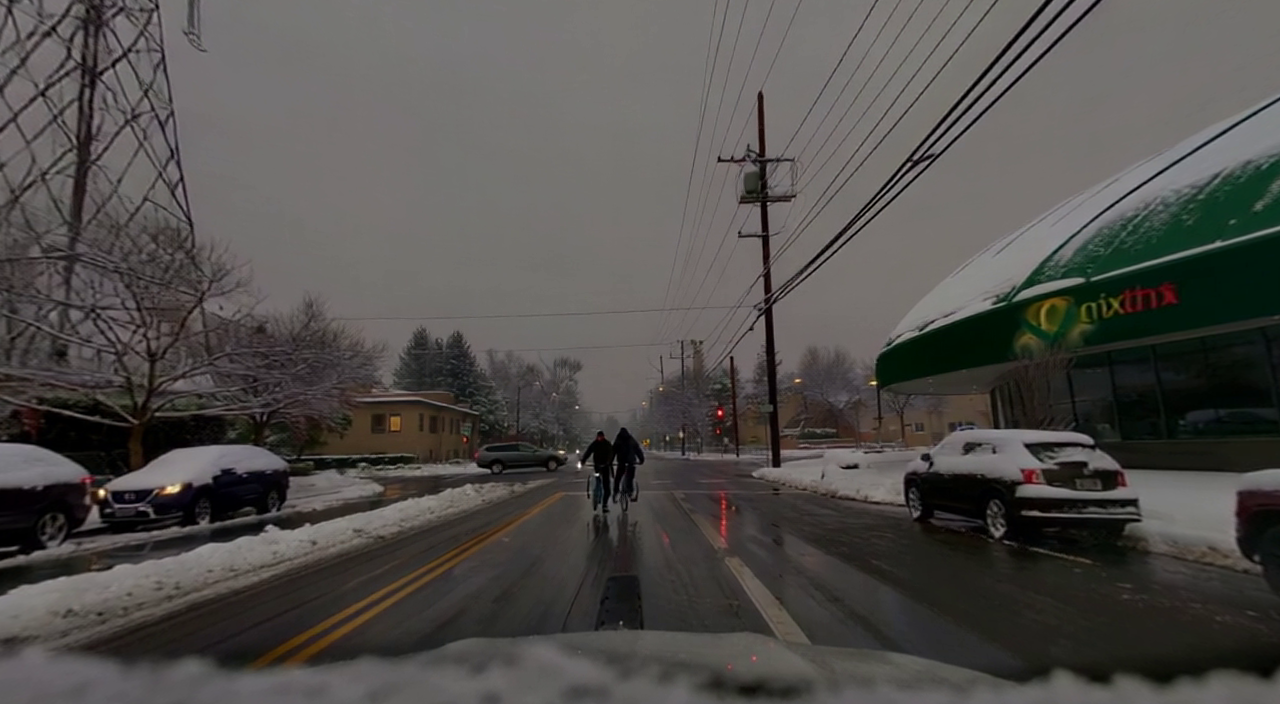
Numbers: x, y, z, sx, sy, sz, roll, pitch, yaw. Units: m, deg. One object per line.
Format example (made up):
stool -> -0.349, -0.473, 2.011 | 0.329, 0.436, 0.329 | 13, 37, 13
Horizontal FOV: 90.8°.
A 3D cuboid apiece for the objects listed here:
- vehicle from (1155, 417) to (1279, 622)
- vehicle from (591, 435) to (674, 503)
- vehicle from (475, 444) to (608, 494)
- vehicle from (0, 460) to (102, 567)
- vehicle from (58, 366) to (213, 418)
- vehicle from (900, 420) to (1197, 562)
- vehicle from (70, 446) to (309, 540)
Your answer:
vehicle -> 5.897, 1.159, 3.976 | 1.900, 1.566, 3.995 | 0, -8, 0
vehicle -> -0.173, 3.407, 18.787 | 2.190, 1.783, 4.048 | 0, -8, 1
vehicle -> -3.988, 4.657, 25.473 | 4.961, 1.832, 2.287 | 3, -9, -17
vehicle -> -10.222, 2.268, 8.524 | 1.904, 1.495, 4.585 | 0, -8, -1
vehicle -> -17.107, 1.394, 21.573 | 3.685, 1.584, 1.708 | 1, -9, -3
vehicle -> 5.831, 1.993, 9.779 | 1.873, 1.714, 3.979 | 0, -8, 0
vehicle -> -10.260, 3.169, 15.053 | 2.075, 1.816, 4.900 | 0, -8, -1
